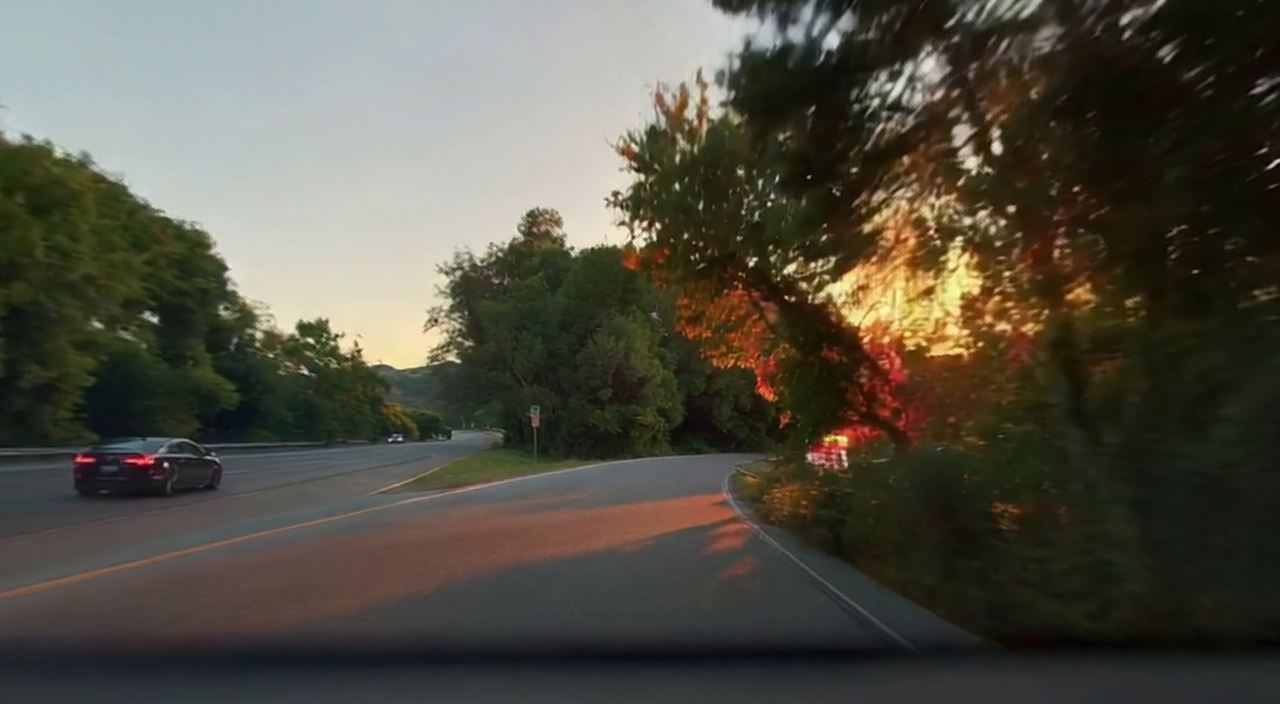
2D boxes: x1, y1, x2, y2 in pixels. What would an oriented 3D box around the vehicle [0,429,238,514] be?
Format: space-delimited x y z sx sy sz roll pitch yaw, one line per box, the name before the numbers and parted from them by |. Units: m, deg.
vehicle | -11.189 2.547 13.967 2.015 1.517 4.991 1 -9 -10
